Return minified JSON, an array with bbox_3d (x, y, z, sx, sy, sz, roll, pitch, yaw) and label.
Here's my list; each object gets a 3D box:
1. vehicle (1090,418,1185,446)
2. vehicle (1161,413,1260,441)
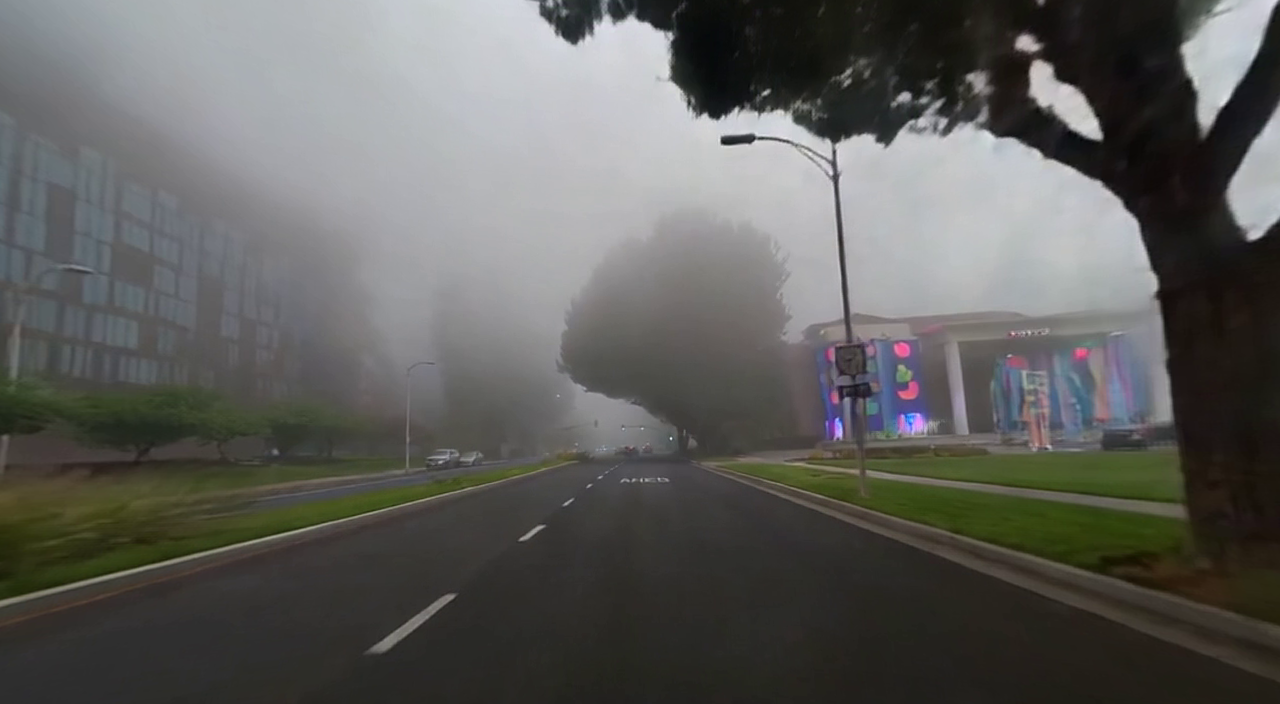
[{"bbox_3d":[28.140,4.597,35.684,1.895,1.503,4.234,0,-9,0],"label":"vehicle"},{"bbox_3d":[33.469,4.450,36.981,1.917,1.469,4.195,0,-9,1],"label":"vehicle"}]
